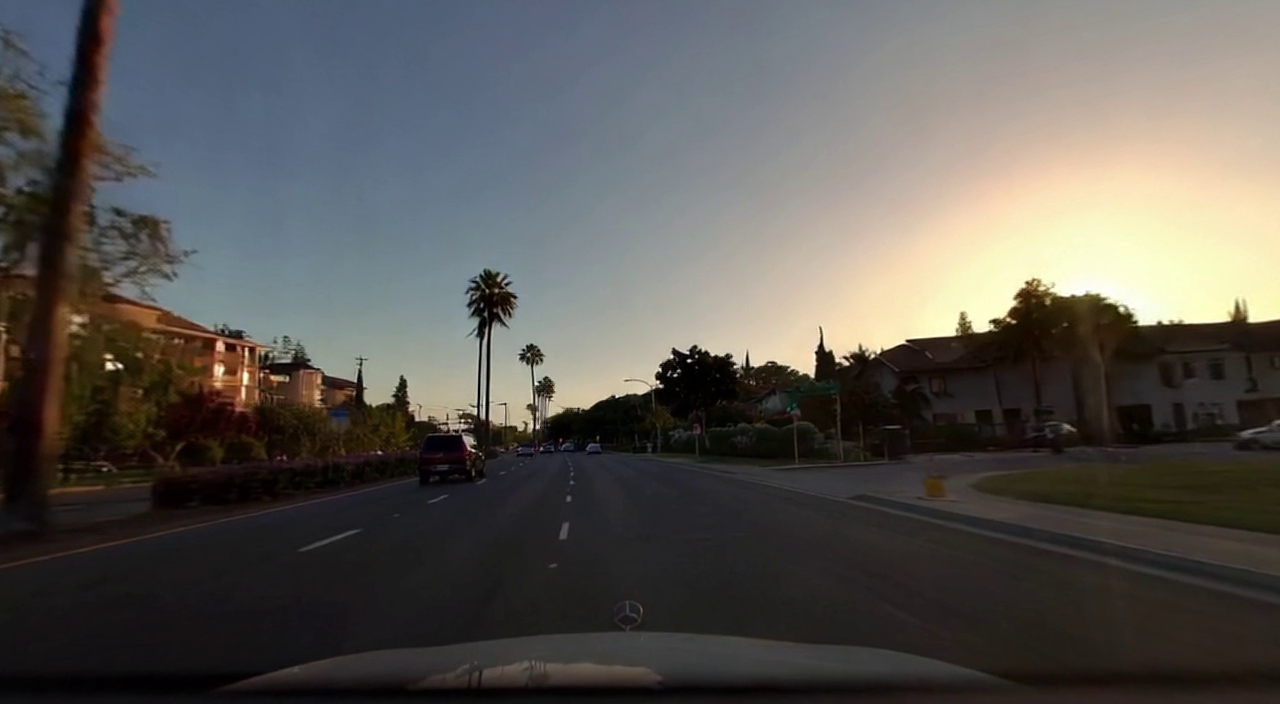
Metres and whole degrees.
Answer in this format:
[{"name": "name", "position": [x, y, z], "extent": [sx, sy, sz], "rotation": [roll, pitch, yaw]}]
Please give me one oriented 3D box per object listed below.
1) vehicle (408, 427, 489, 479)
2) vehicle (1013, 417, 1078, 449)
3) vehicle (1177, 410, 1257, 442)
[{"name": "vehicle", "position": [-8.718, 4.673, 29.245], "extent": [2.507, 2.161, 6.049], "rotation": [1, -9, -7]}, {"name": "vehicle", "position": [24.341, 4.908, 37.597], "extent": [4.646, 1.768, 1.990], "rotation": [8, -12, -41]}, {"name": "vehicle", "position": [35.550, 4.623, 38.584], "extent": [6.133, 1.800, 2.631], "rotation": [7, -11, -39]}]
